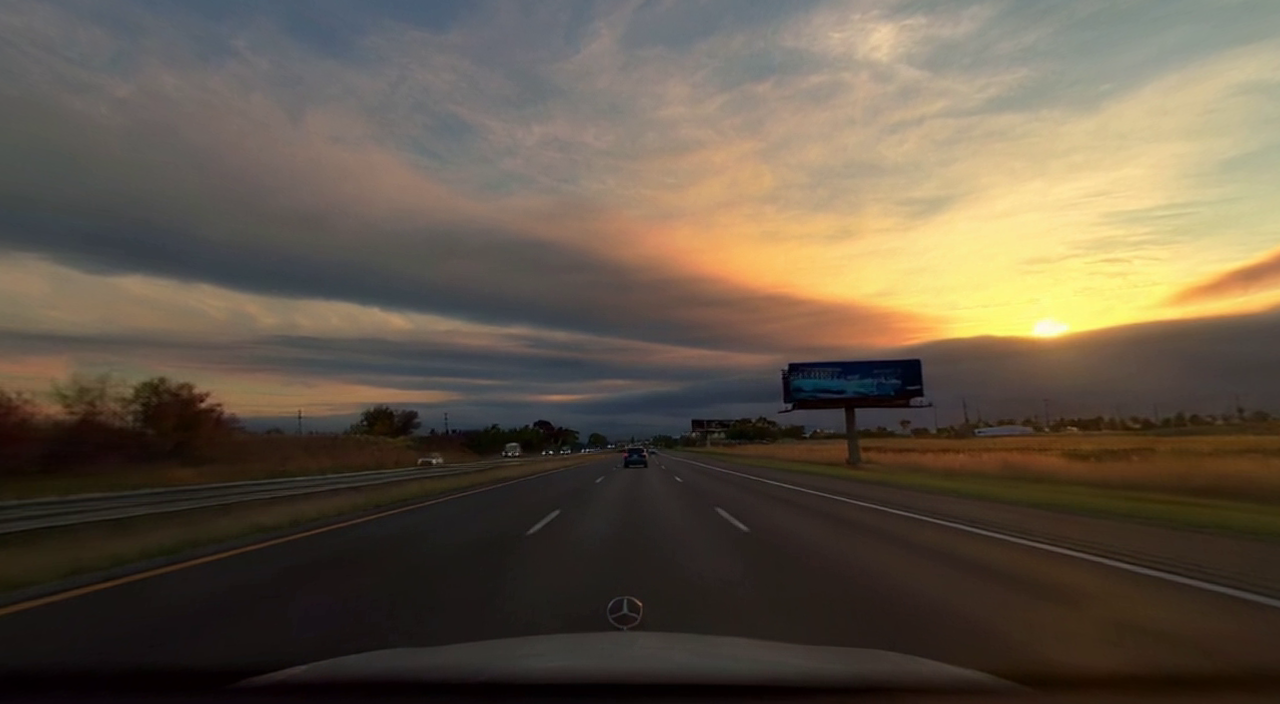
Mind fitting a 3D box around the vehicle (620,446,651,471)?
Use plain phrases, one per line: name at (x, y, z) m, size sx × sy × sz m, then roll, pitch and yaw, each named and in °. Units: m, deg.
vehicle at (-0.285, 7.039, 41.773) m, size 1.916 × 1.494 × 4.335 m, roll 0°, pitch -9°, yaw 0°
